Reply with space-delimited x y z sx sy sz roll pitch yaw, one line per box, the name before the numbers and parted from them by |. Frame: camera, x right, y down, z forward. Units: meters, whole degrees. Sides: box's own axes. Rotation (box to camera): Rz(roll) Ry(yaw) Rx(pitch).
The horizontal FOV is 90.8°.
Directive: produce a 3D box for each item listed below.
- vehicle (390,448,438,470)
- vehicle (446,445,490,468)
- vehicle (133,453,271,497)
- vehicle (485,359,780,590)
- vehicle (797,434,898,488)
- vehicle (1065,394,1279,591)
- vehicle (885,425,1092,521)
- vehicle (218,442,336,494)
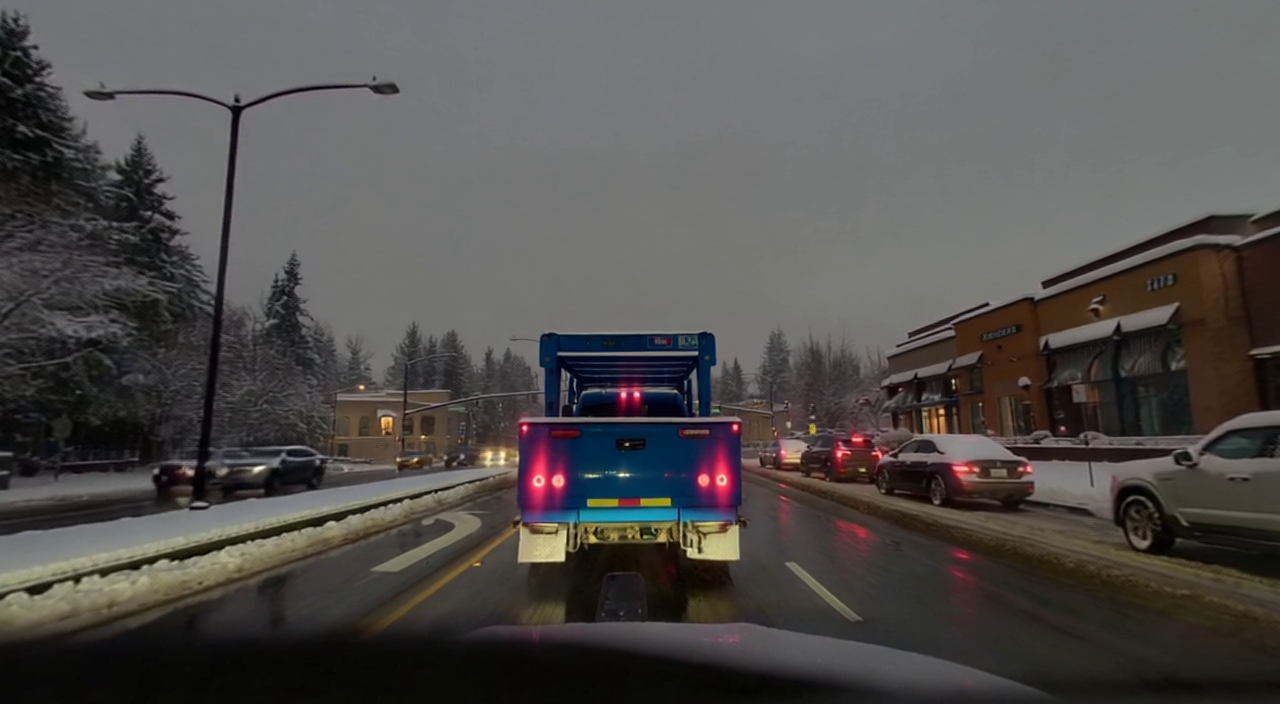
vehicle | -16.090 7.620 45.256 1.805 1.466 4.341 0 -9 0
vehicle | -12.635 7.668 46.692 1.928 1.591 4.509 0 -9 0
vehicle | -15.604 4.375 22.846 1.854 1.364 4.357 0 -9 0
vehicle | -0.109 1.536 8.713 2.682 2.117 5.706 0 -9 -1
vehicle | 7.073 3.760 22.102 1.953 1.665 4.327 0 -9 -2
vehicle | 6.826 1.357 6.273 2.023 1.771 4.488 0 -9 0
vehicle | 7.068 2.479 13.469 1.931 1.692 4.267 0 -9 0
vehicle | -12.022 3.839 21.249 1.781 1.558 3.688 0 -9 -1
